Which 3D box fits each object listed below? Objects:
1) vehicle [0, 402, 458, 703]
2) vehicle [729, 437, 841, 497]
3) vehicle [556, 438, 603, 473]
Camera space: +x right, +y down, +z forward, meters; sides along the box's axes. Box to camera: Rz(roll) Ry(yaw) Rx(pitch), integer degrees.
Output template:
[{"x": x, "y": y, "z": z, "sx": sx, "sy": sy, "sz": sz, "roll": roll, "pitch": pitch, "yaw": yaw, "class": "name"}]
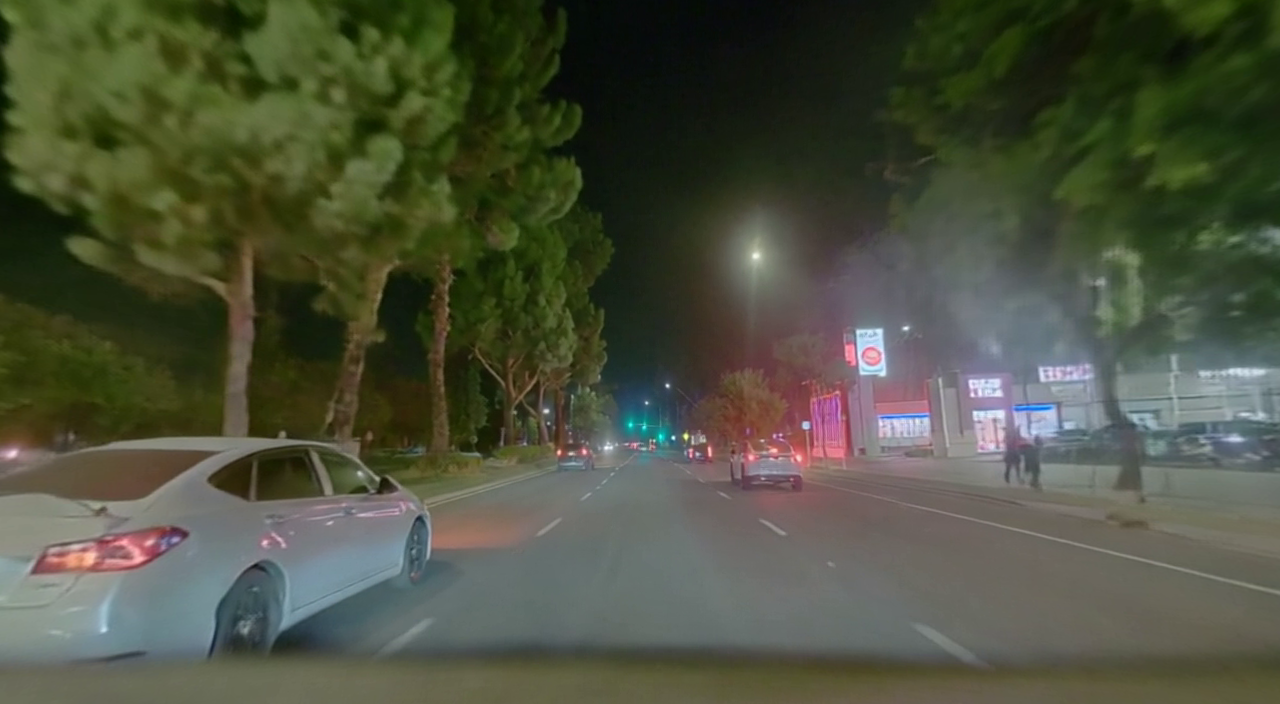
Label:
[{"x": -2.990, "y": 1.218, "z": 4.124, "sx": 2.082, "sy": 1.460, "sz": 4.922, "roll": 0, "pitch": -8, "yaw": 1, "class": "vehicle"}, {"x": 3.966, "y": 3.232, "z": 18.149, "sx": 2.036, "sy": 1.480, "sz": 4.659, "roll": 0, "pitch": -8, "yaw": -1, "class": "vehicle"}, {"x": -3.134, "y": 5.461, "z": 33.569, "sx": 1.981, "sy": 1.731, "sz": 4.360, "roll": 0, "pitch": -8, "yaw": 1, "class": "vehicle"}]
